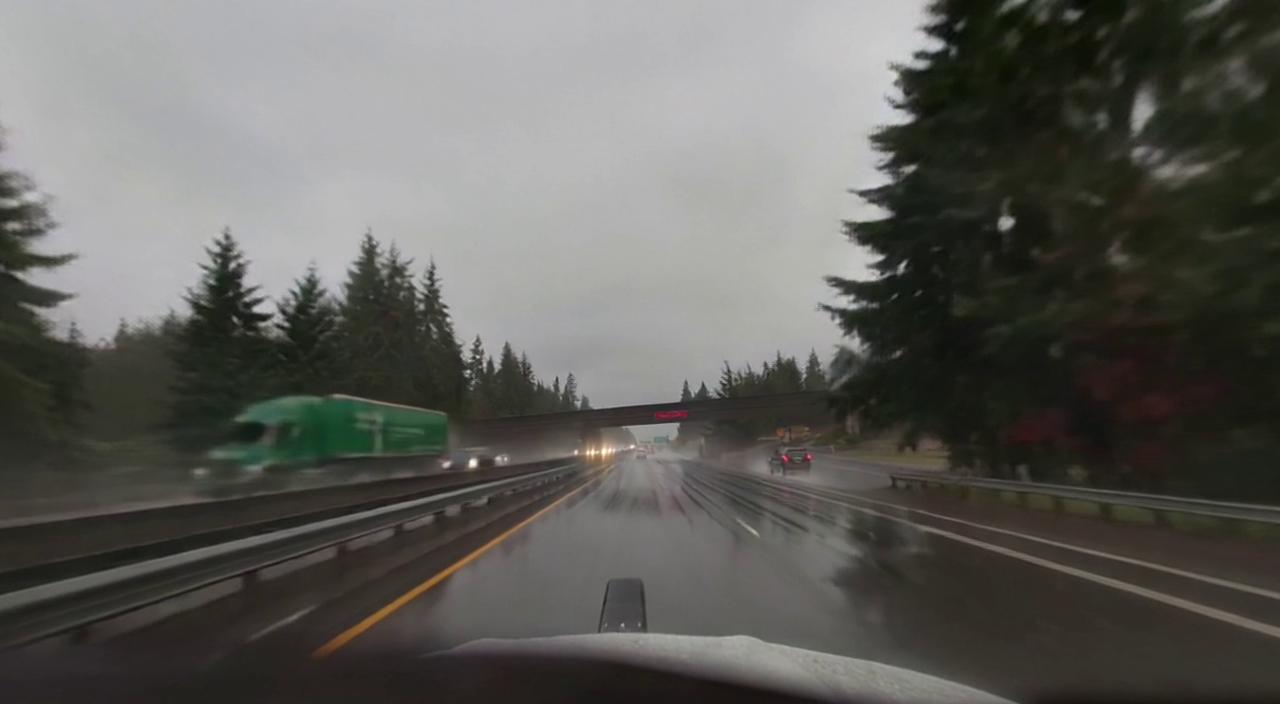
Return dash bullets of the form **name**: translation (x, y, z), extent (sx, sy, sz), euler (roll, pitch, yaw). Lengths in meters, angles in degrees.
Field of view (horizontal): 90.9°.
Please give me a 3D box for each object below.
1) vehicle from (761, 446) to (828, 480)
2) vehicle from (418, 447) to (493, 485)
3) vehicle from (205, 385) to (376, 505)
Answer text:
- **vehicle**: translation (7.084, 5.142, 29.355), extent (1.987, 1.473, 4.244), euler (0, -9, 0)
- **vehicle**: translation (-8.673, 5.404, 30.177), extent (2.123, 1.631, 4.828), euler (0, -9, 0)
- **vehicle**: translation (-12.926, 3.561, 24.042), extent (2.986, 3.986, 5.798), euler (0, -9, 0)
